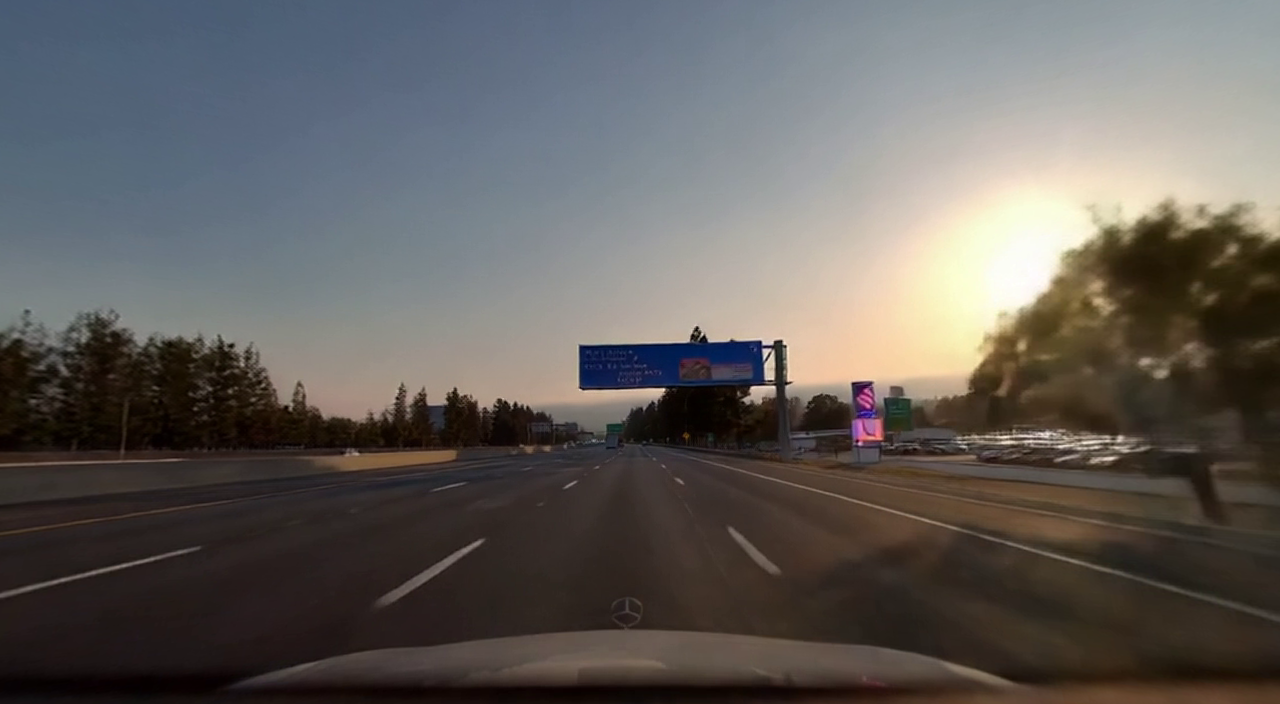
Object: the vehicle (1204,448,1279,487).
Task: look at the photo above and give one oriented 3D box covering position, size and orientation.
[{"bbox_3d":[35.046,6.349,34.906,5.369,2.011,2.213,0,-8,0],"label":"vehicle"}]
